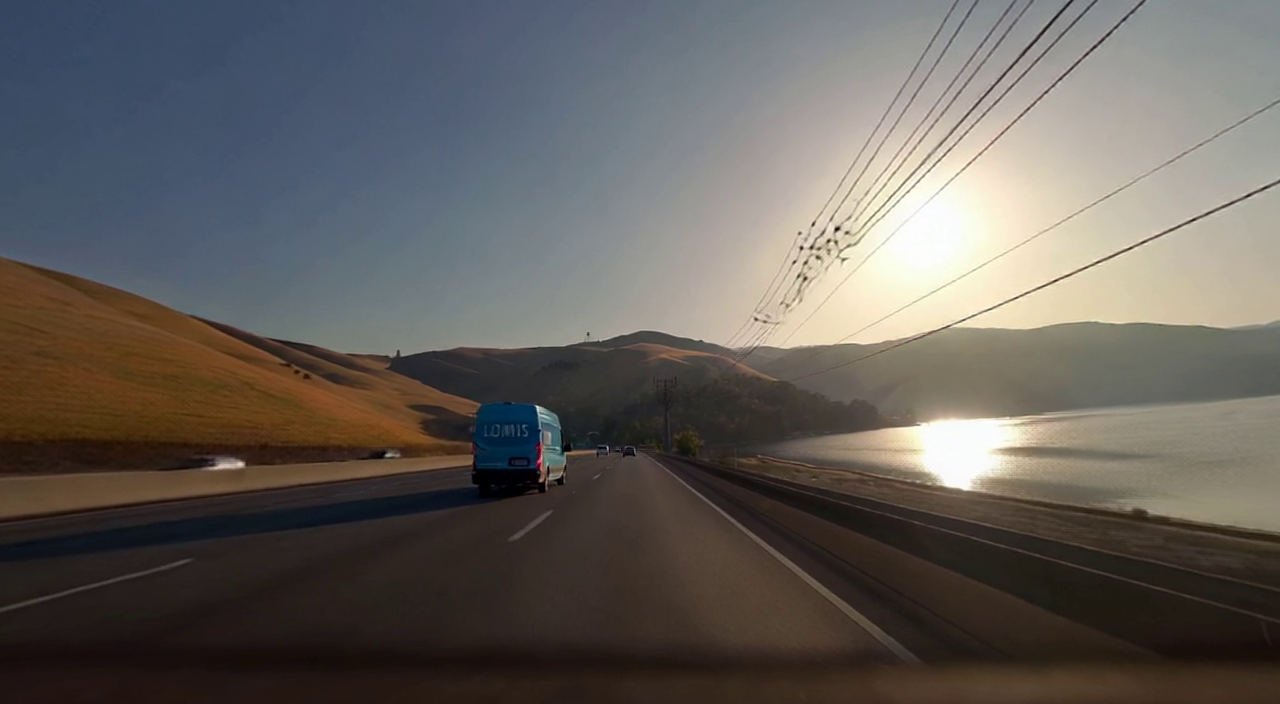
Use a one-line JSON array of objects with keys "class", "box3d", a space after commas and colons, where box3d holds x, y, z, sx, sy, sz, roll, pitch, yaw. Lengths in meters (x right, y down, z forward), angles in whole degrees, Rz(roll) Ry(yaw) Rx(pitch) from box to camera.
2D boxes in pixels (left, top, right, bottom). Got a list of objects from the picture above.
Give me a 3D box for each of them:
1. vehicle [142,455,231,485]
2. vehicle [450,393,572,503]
[{"class": "vehicle", "box3d": [-28.007, 7.259, 39.230, 1.936, 1.615, 4.824, -1, -9, 0]}, {"class": "vehicle", "box3d": [-3.634, 2.921, 19.413, 2.331, 2.757, 6.581, -1, -9, 0]}]
